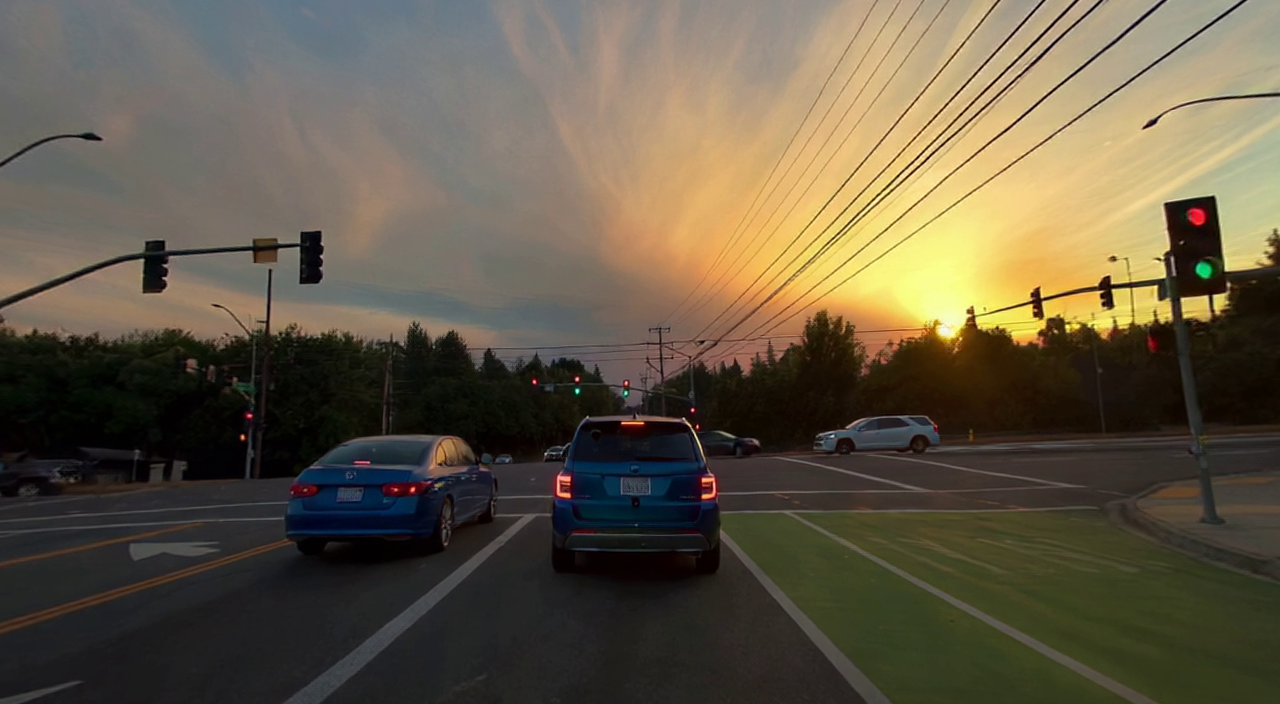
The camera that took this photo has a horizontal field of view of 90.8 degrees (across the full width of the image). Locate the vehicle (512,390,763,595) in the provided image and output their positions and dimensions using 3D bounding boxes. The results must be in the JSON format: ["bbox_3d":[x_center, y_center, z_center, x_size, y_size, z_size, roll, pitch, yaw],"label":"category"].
[{"bbox_3d":[-0.053,1.522,7.617,2.182,1.773,4.041,0,-8,-1],"label":"vehicle"}]

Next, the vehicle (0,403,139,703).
[{"bbox_3d":[-3.352,0.663,0.446,1.928,1.488,4.936,0,-8,0],"label":"vehicle"}]

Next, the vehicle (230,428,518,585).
[{"bbox_3d":[-2.929,1.767,8.003,1.969,1.486,3.702,0,-8,1],"label":"vehicle"}]

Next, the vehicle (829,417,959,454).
[{"bbox_3d":[13.856,4.608,34.821,6.143,1.944,2.229,-1,-8,5],"label":"vehicle"}]
